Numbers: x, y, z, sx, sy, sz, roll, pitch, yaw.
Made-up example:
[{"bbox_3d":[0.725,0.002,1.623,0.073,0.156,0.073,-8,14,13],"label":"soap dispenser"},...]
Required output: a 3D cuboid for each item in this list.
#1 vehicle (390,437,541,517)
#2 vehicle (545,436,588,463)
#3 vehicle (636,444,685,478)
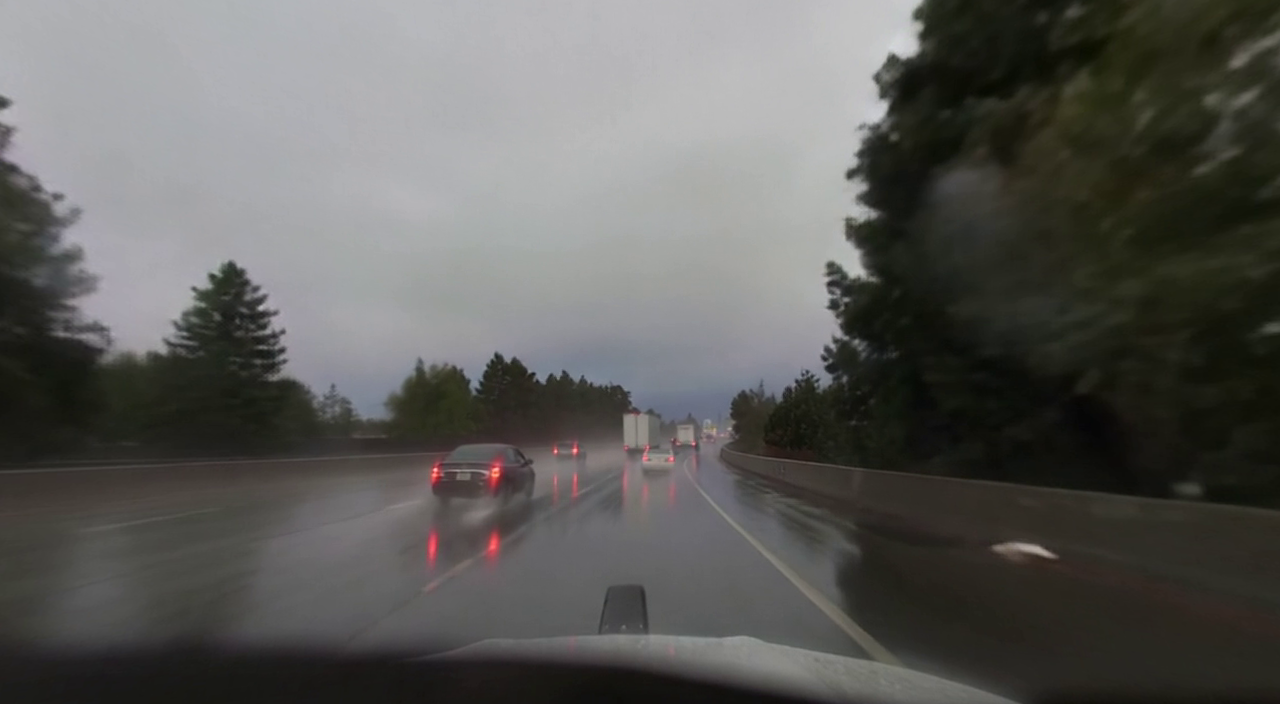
[{"bbox_3d":[-3.656,2.697,14.207,1.916,1.486,4.631,0,-9,2],"label":"vehicle"},{"bbox_3d":[-5.315,7.120,46.209,2.142,1.833,4.854,-1,-9,5],"label":"vehicle"},{"bbox_3d":[0.903,4.697,27.384,1.984,1.365,3.767,0,-9,2],"label":"vehicle"}]
